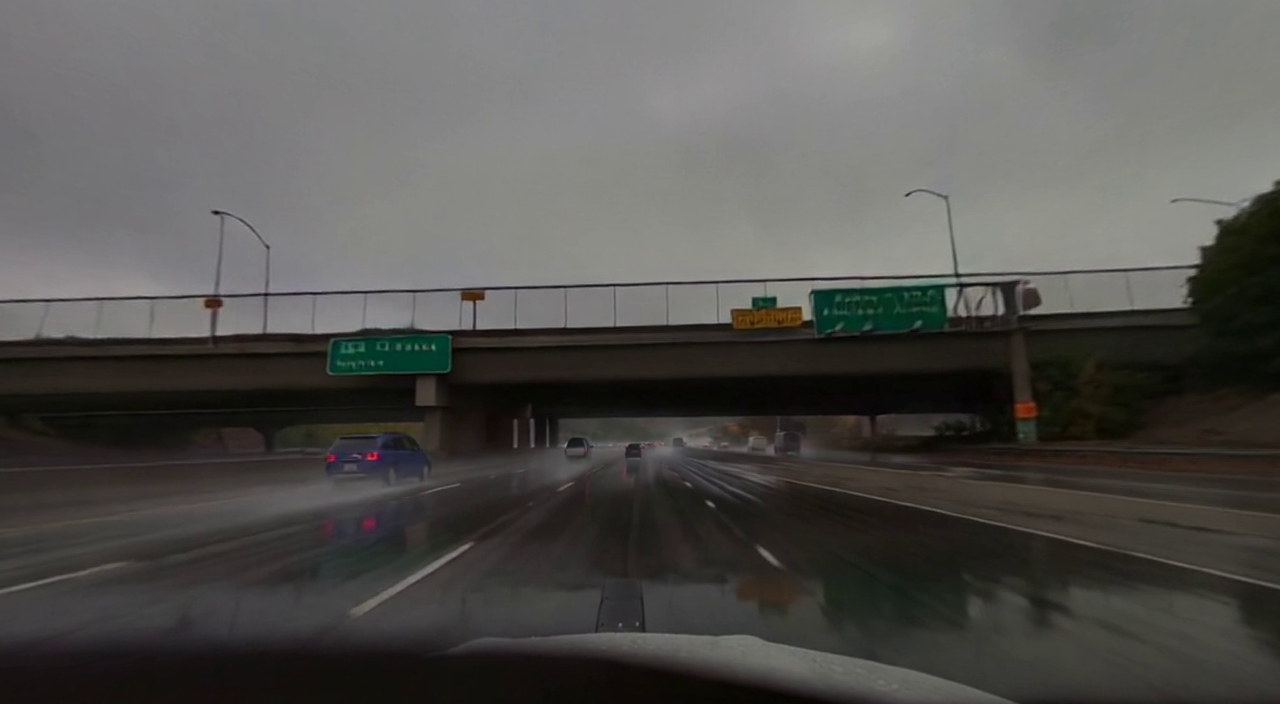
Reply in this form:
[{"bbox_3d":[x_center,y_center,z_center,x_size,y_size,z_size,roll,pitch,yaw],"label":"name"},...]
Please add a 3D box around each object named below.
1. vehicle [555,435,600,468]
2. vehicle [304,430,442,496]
[{"bbox_3d":[-3.681,5.962,37.976,2.144,1.847,4.850,0,-8,1],"label":"vehicle"},{"bbox_3d":[-7.827,3.290,19.057,2.092,1.712,4.627,0,-8,0],"label":"vehicle"}]
